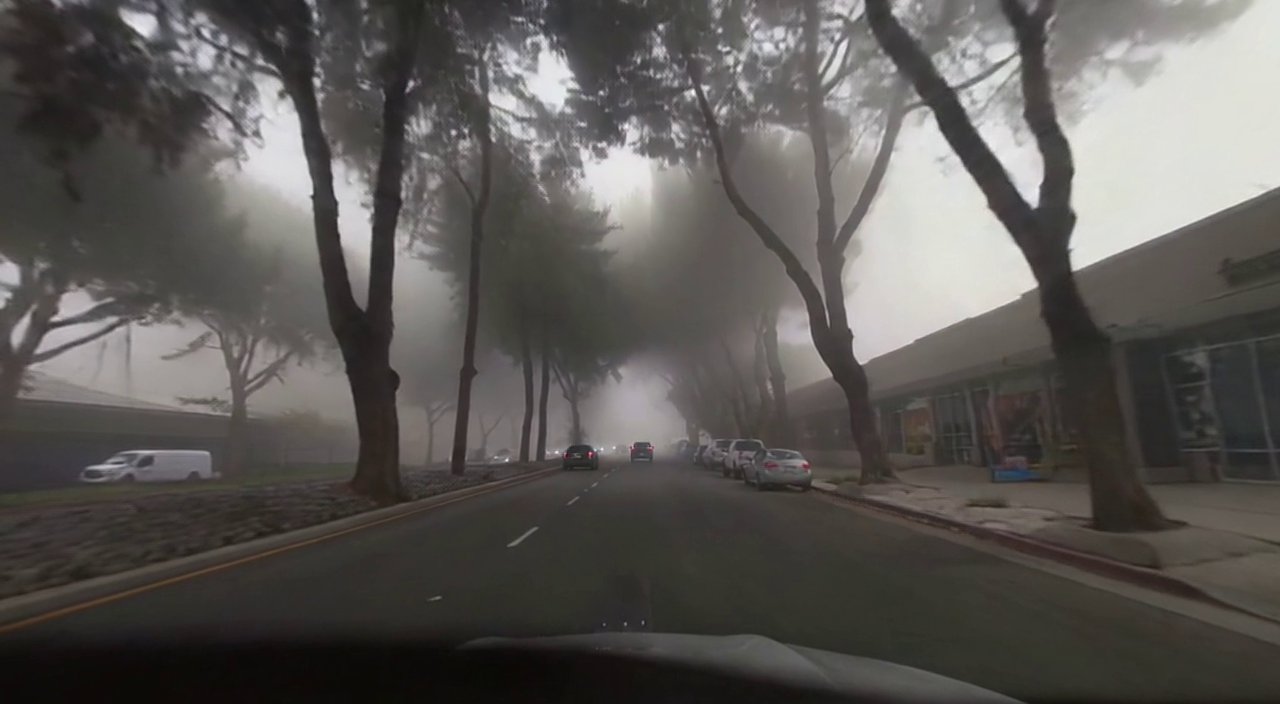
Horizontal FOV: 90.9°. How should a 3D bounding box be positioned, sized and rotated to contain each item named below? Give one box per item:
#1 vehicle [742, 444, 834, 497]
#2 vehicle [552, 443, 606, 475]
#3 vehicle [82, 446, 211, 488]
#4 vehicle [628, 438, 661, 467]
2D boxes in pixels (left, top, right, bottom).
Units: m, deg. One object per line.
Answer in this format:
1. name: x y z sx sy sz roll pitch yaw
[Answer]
1. vehicle: 4.513 3.663 19.916 1.896 1.451 4.329 0 -9 1
2. vehicle: -2.977 5.318 31.628 2.151 1.484 4.468 0 -9 2
3. vehicle: -27.031 6.276 34.900 2.231 2.124 5.680 -1 -9 4
4. vehicle: 0.317 6.585 41.345 2.075 1.770 4.018 0 -9 1
